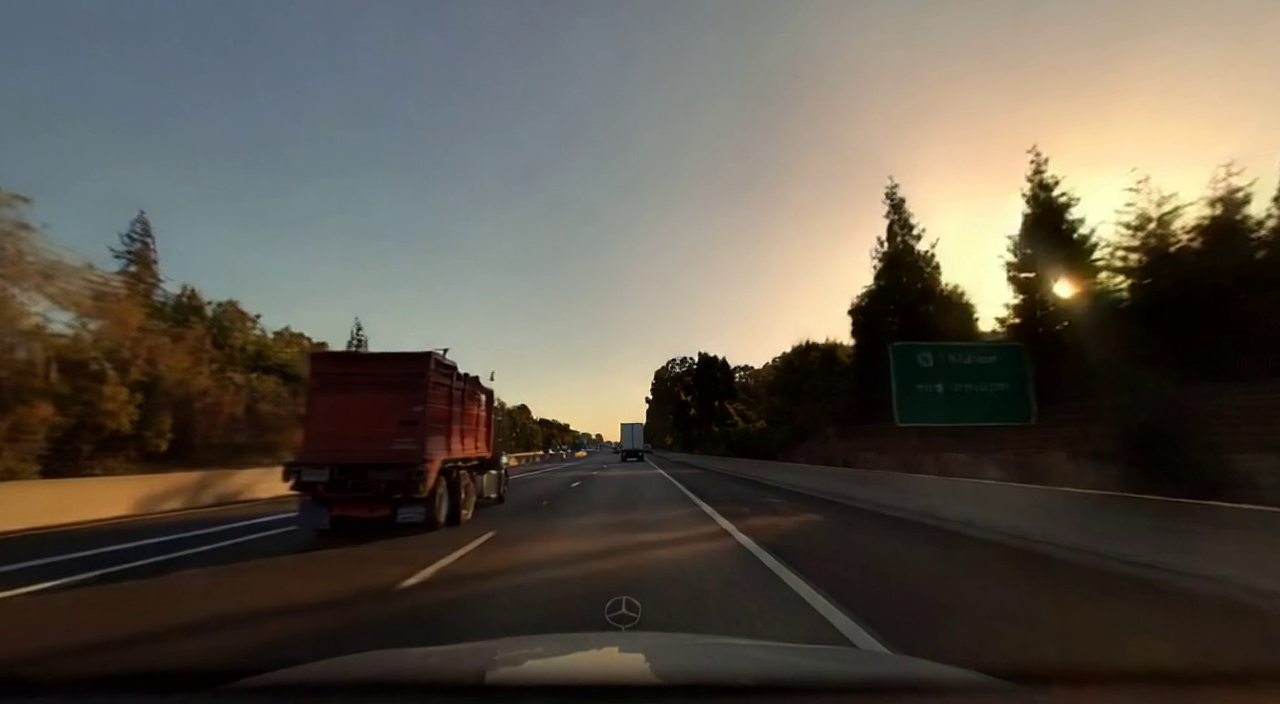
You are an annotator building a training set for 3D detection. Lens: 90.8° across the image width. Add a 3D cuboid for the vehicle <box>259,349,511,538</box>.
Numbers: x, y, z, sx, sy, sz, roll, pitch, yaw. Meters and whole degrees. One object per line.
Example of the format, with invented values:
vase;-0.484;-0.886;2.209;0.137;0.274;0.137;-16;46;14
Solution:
vehicle;-4.423;1.837;12.592;2.368;2.813;6.329;0;-9;0
